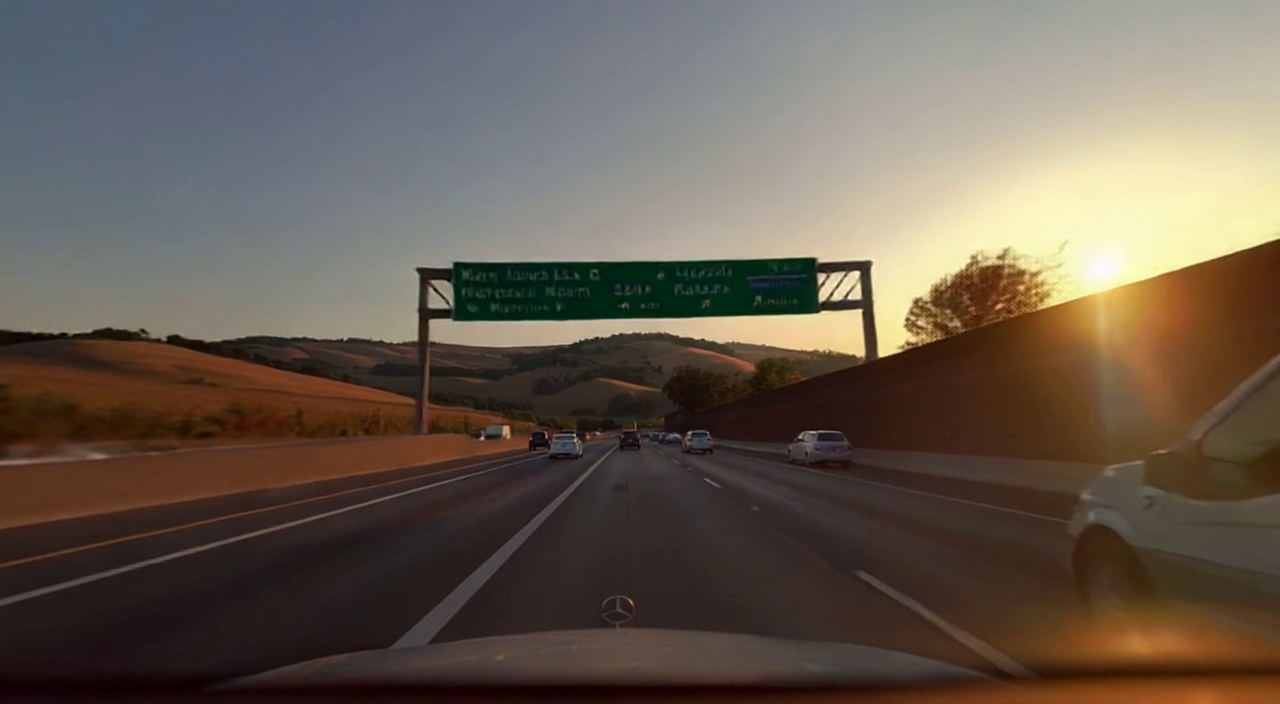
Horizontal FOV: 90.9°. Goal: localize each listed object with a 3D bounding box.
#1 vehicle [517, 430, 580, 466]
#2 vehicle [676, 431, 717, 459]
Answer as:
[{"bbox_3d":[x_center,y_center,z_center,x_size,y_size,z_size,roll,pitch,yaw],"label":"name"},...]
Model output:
[{"bbox_3d":[-4.018,4.272,28.316,2.204,1.486,4.121,0,-8,0],"label":"vehicle"},{"bbox_3d":[3.100,5.169,35.100,1.806,1.469,3.681,0,-8,-2],"label":"vehicle"}]
